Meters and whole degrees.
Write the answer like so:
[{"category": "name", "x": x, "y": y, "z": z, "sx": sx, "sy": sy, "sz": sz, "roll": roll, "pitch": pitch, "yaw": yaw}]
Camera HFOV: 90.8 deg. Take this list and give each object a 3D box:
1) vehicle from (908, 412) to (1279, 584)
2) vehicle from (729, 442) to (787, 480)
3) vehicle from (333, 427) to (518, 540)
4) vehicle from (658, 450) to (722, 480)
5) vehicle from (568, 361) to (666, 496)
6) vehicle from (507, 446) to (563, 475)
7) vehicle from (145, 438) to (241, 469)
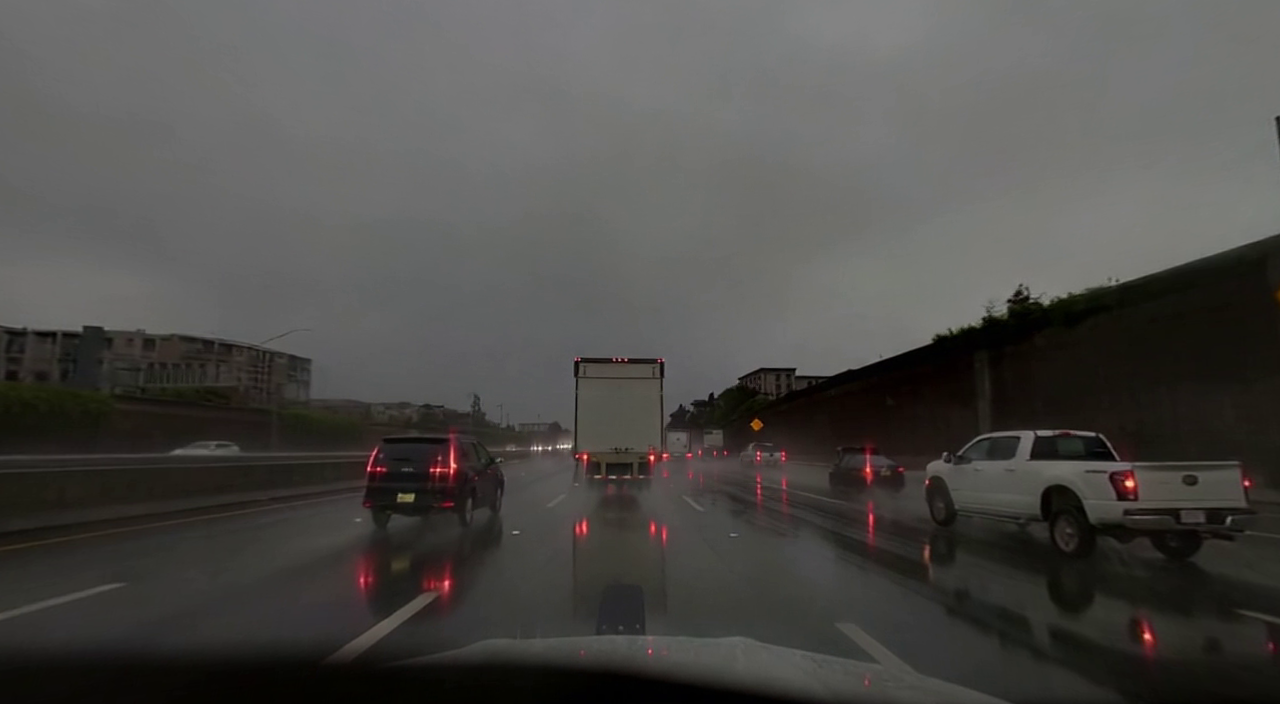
[{"category": "vehicle", "x": 6.118, "y": 1.866, "z": 9.021, "sx": 2.188, "sy": 1.731, "sz": 5.031, "roll": 0, "pitch": -9, "yaw": -2}, {"category": "vehicle", "x": 6.277, "y": 5.854, "z": 34.177, "sx": 2.070, "sy": 1.888, "sz": 4.546, "roll": 0, "pitch": -9, "yaw": -2}, {"category": "vehicle", "x": -3.574, "y": 2.255, "z": 11.456, "sx": 1.946, "sy": 1.641, "sz": 4.105, "roll": 0, "pitch": -9, "yaw": -1}, {"category": "vehicle", "x": 2.665, "y": 6.461, "z": 36.807, "sx": 3.009, "sy": 1.501, "sz": 8.887, "roll": 0, "pitch": -9, "yaw": 0}, {"category": "vehicle", "x": -0.728, "y": 3.090, "z": 24.466, "sx": 2.906, "sy": 4.040, "sz": 10.743, "roll": 0, "pitch": -9, "yaw": 0}, {"category": "vehicle", "x": -5.779, "y": 6.021, "z": 35.411, "sx": 1.973, "sy": 1.471, "sz": 4.779, "roll": -1, "pitch": -9, "yaw": 4}, {"category": "vehicle", "x": -23.094, "y": 5.263, "z": 32.861, "sx": 1.842, "sy": 1.473, "sz": 4.311, "roll": 0, "pitch": -9, "yaw": 0}]
